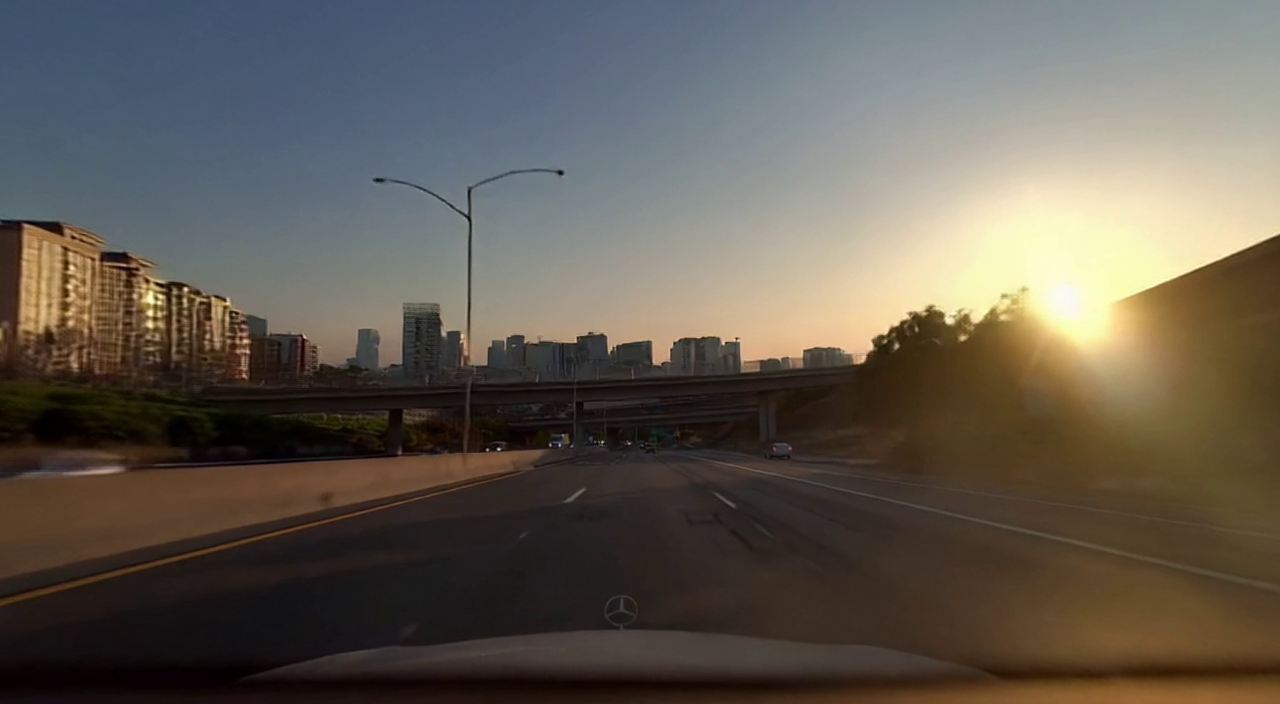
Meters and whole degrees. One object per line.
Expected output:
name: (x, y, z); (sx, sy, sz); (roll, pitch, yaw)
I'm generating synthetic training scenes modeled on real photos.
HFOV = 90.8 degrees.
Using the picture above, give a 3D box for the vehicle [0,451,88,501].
vehicle: (-21.215, 4.101, 21.012); (1.986, 1.520, 4.053); (0, -9, -1)
